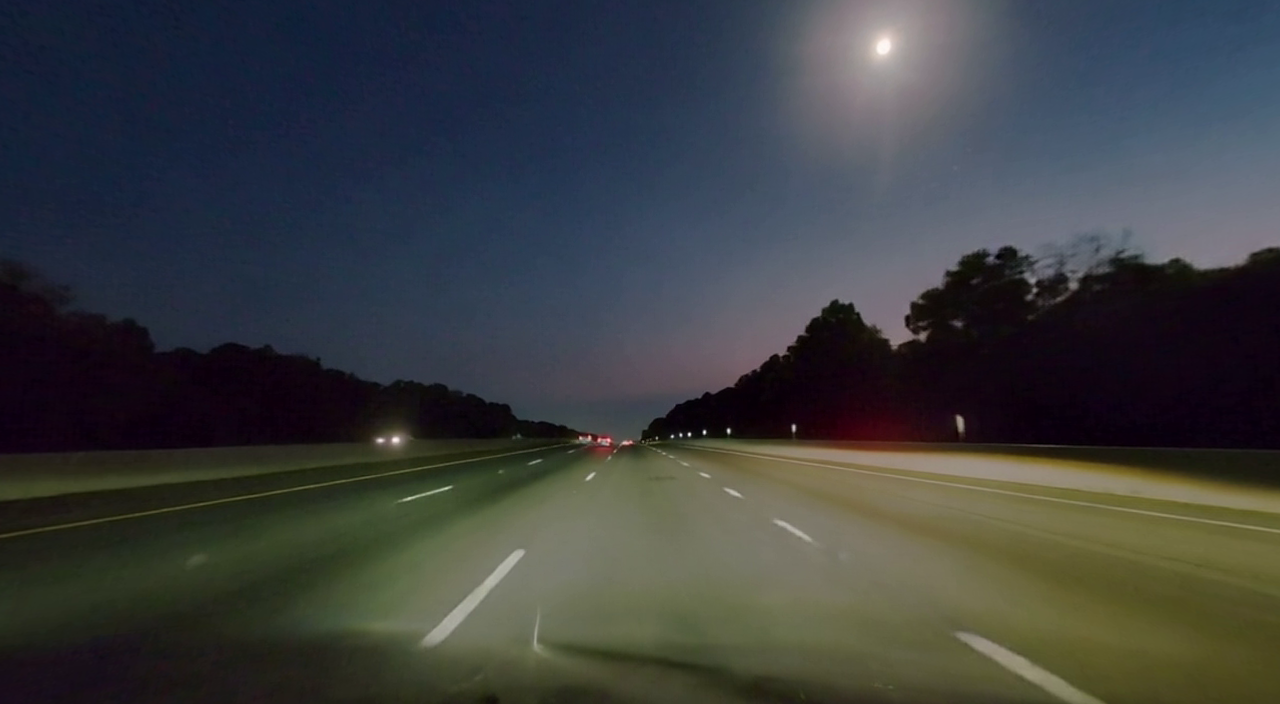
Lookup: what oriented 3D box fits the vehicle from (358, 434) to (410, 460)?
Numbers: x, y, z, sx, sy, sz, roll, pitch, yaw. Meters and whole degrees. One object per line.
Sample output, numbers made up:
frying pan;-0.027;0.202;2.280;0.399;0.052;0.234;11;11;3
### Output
vehicle;-19.665;7.290;48.490;2.079;1.881;4.761;0;-8;-1
